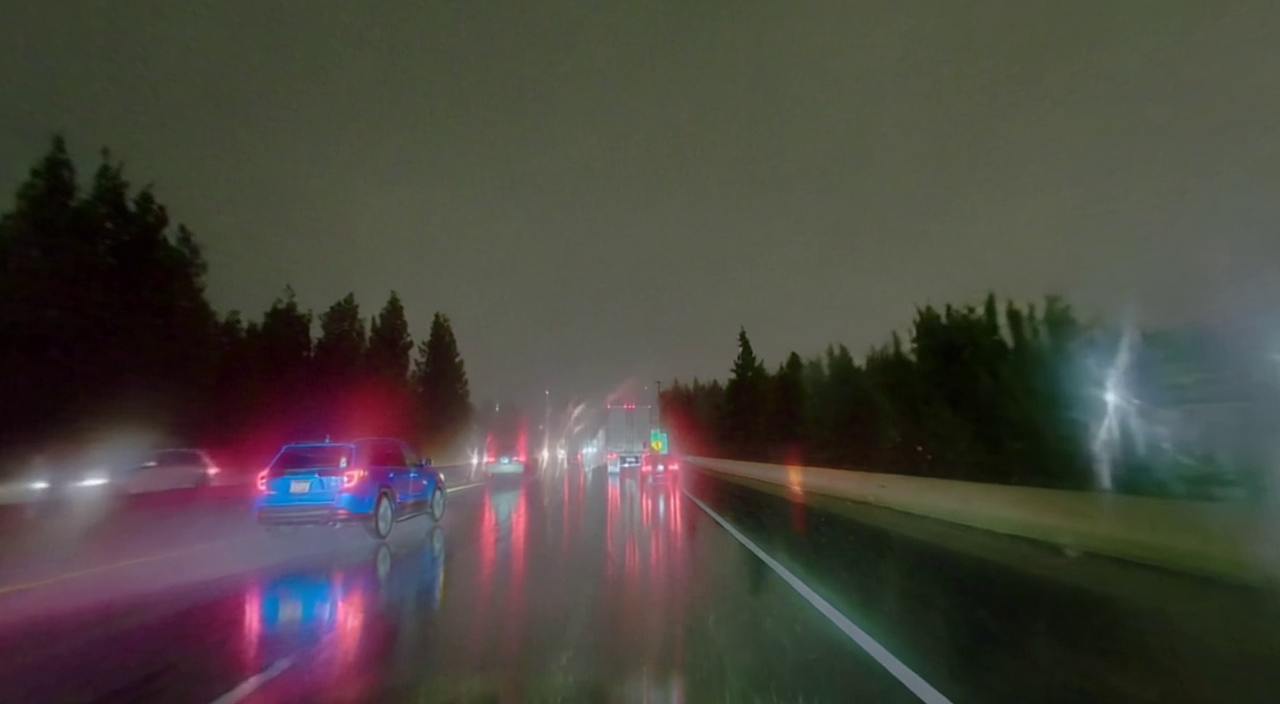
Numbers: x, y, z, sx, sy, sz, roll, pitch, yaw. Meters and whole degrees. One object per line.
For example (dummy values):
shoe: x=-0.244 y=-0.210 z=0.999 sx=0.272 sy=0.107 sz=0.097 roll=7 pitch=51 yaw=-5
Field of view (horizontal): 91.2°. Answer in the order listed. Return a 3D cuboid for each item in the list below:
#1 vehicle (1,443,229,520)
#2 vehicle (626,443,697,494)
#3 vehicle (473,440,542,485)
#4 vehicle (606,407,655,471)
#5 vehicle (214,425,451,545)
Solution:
vehicle: x=-13.443 y=3.304 z=16.548 sx=2.191 sy=1.706 sz=4.471 roll=0 pitch=-9 yaw=-1
vehicle: x=0.589 y=3.779 z=20.657 sx=2.026 sy=1.489 sz=4.045 roll=0 pitch=-9 yaw=-2
vehicle: x=-5.333 y=4.509 z=25.748 sx=2.035 sy=1.664 sz=4.064 roll=0 pitch=-9 yaw=-1
vehicle: x=-0.864 y=6.343 z=45.246 sx=3.113 sy=4.066 sz=10.786 roll=0 pitch=-9 yaw=-3
vehicle: x=-4.994 y=2.204 z=11.009 sx=2.100 sy=1.671 sz=4.105 roll=0 pitch=-9 yaw=-1
